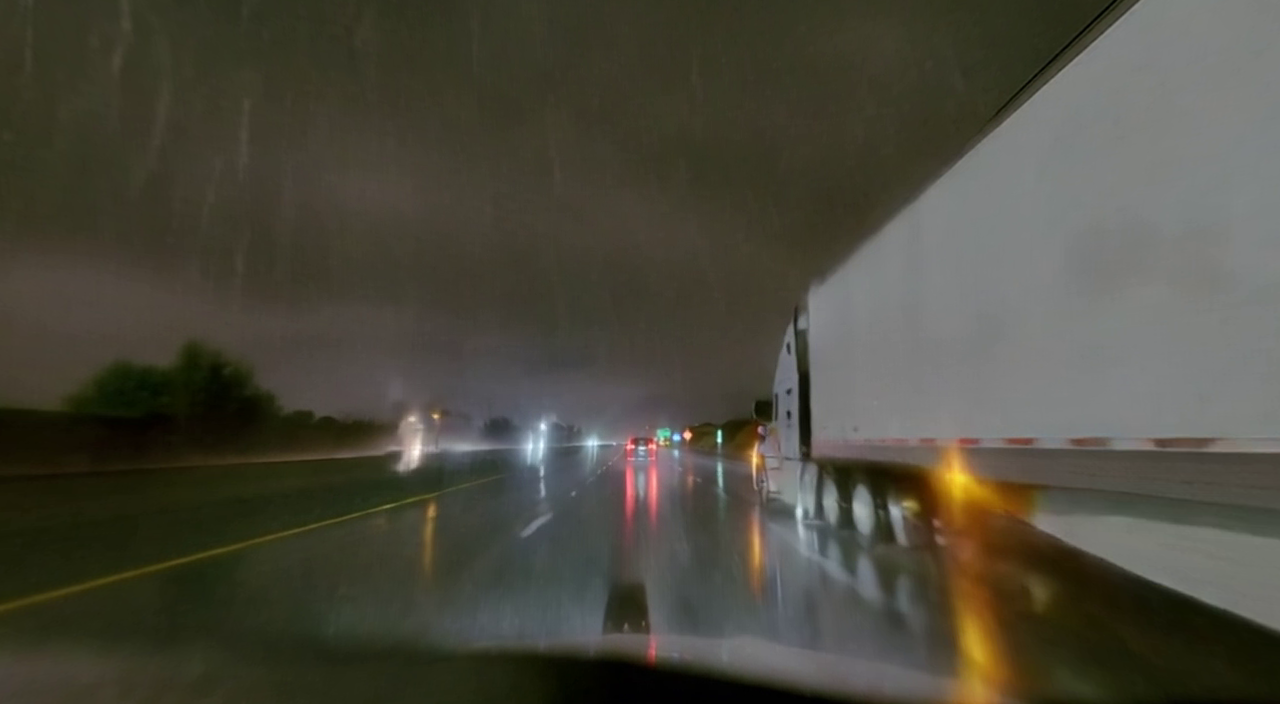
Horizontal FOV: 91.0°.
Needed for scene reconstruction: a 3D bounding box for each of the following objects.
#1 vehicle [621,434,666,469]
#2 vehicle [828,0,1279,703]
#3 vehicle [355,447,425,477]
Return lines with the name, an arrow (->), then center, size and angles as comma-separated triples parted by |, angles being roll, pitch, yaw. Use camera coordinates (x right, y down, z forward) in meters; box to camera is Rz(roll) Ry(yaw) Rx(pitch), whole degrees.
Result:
vehicle -> 0.183, 4.972, 31.682 | 2.111, 1.635, 4.177 | 0, -8, 1
vehicle -> 4.157, -0.593, 1.069 | 2.936, 4.125, 15.204 | 0, -8, 0
vehicle -> -14.098, 6.195, 35.746 | 1.980, 1.528, 4.504 | 0, -8, 2
